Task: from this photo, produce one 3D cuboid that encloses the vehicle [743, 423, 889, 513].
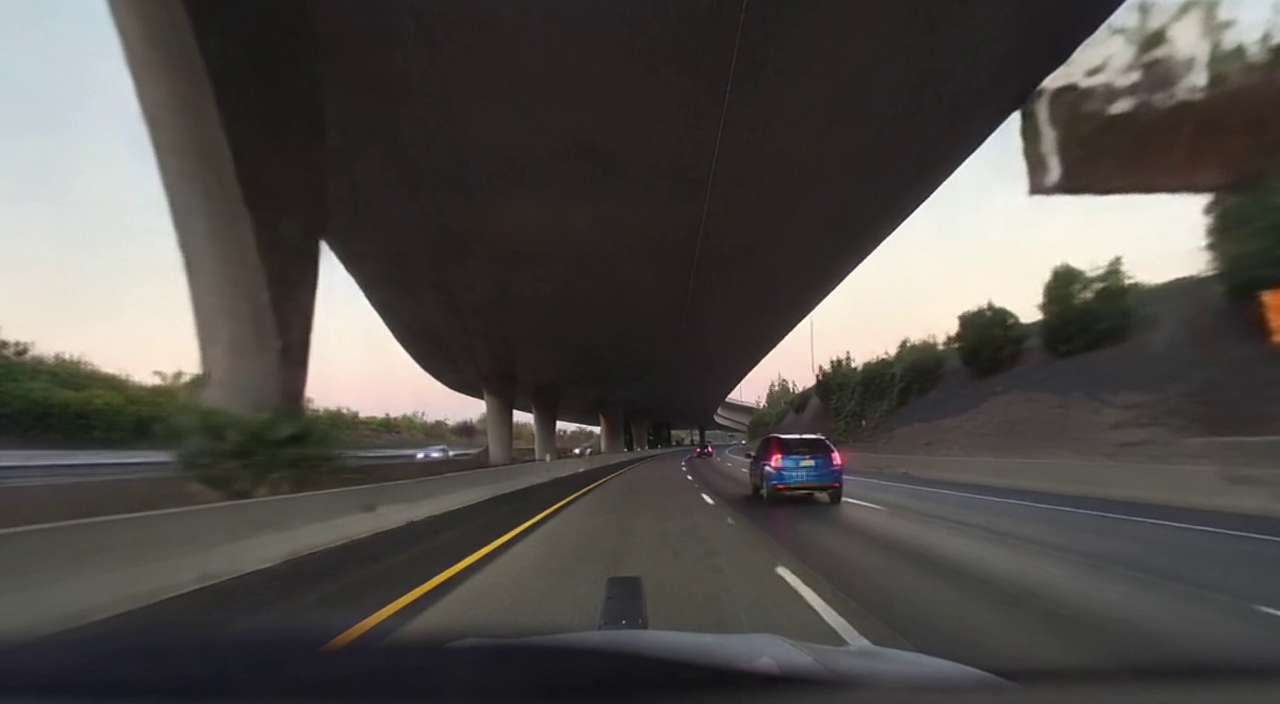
[{"bbox_3d":[3.805,2.599,14.591,2.143,1.730,4.303,-1,-8,0],"label":"vehicle"}]
